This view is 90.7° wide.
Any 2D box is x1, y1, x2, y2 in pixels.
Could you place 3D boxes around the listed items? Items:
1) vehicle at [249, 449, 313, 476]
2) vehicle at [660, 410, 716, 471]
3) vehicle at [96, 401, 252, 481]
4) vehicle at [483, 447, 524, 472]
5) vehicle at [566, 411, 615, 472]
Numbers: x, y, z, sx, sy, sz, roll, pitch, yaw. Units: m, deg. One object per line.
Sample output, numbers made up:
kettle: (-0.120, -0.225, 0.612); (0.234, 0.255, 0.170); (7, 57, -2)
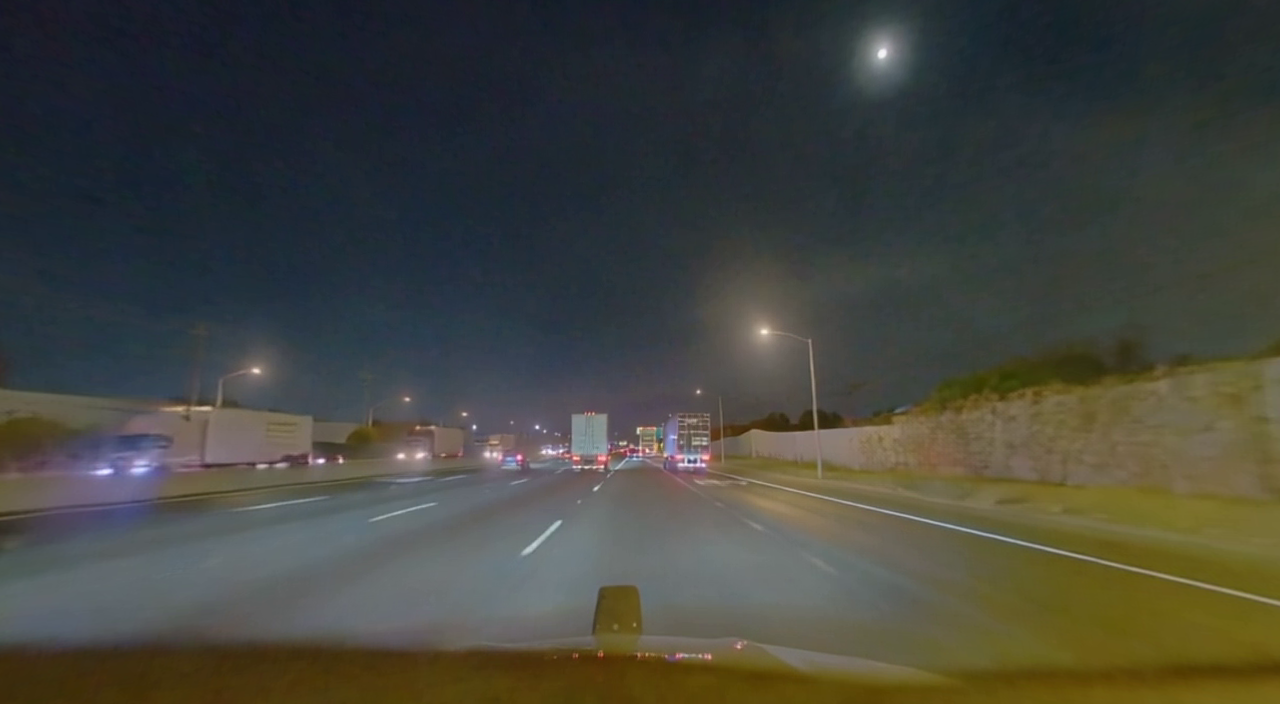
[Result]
vehicle: (-19.350, 5.945, 34.240); (1.473, 1.361, 3.328); (0, -9, 1)
vehicle: (3.410, 6.980, 49.924); (2.908, 3.898, 17.275); (2, -8, 0)
vehicle: (-23.211, 4.553, 32.089); (3.021, 3.620, 6.267); (0, -9, -1)
vehicle: (-9.584, 7.588, 44.770); (2.132, 1.679, 4.045); (0, -9, -2)
vehicle: (-3.640, 6.962, 49.688); (2.848, 4.098, 13.421); (1, -8, 0)
